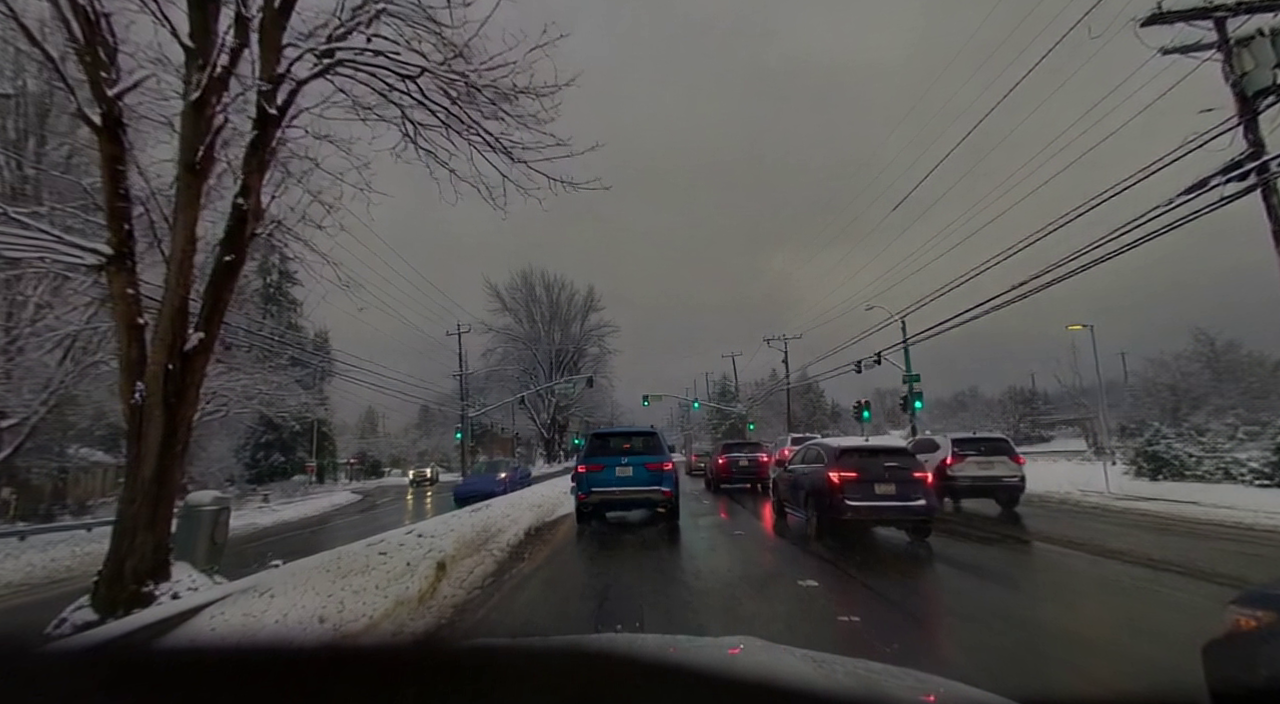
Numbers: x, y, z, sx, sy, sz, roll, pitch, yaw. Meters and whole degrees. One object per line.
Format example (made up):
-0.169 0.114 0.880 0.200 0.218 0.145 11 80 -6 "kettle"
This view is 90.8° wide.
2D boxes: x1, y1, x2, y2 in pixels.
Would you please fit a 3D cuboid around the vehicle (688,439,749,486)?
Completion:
3.155 4.510 26.085 1.915 1.765 4.047 0 -9 -1 "vehicle"

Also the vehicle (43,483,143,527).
-26.520 7.403 30.603 4.526 1.715 1.989 -10 -13 26 "vehicle"

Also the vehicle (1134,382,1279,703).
3.277 0.639 0.732 1.889 1.517 4.308 0 -9 0 "vehicle"

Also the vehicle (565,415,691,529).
-0.266 2.463 13.454 2.231 1.998 4.254 0 -9 -1 "vehicle"

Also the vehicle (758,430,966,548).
3.422 2.187 10.799 1.880 1.579 4.401 0 -9 -1 "vehicle"
